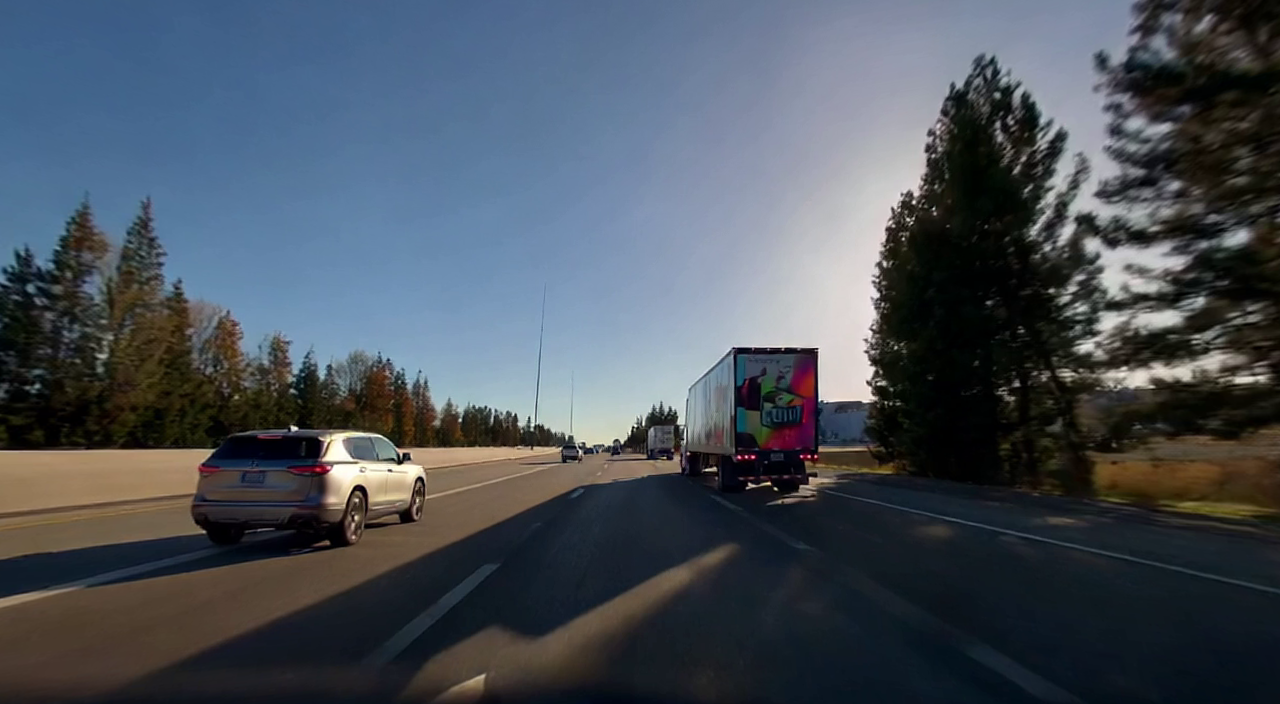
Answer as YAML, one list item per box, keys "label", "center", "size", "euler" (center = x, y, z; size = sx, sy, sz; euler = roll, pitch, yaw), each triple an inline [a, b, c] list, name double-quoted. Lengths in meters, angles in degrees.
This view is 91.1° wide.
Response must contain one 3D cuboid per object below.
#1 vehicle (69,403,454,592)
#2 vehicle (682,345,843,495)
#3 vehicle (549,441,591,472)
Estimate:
- label: "vehicle"
  center: [-4.262, 1.728, 8.312]
  size: [2.202, 1.760, 4.617]
  euler: [0, -9, 0]
- label: "vehicle"
  center: [3.723, 2.854, 23.814]
  size: [2.933, 4.016, 13.949]
  euler: [0, -9, -1]
- label: "vehicle"
  center: [-4.234, 6.393, 38.604]
  size: [2.139, 1.716, 4.530]
  euler: [0, -9, -1]
